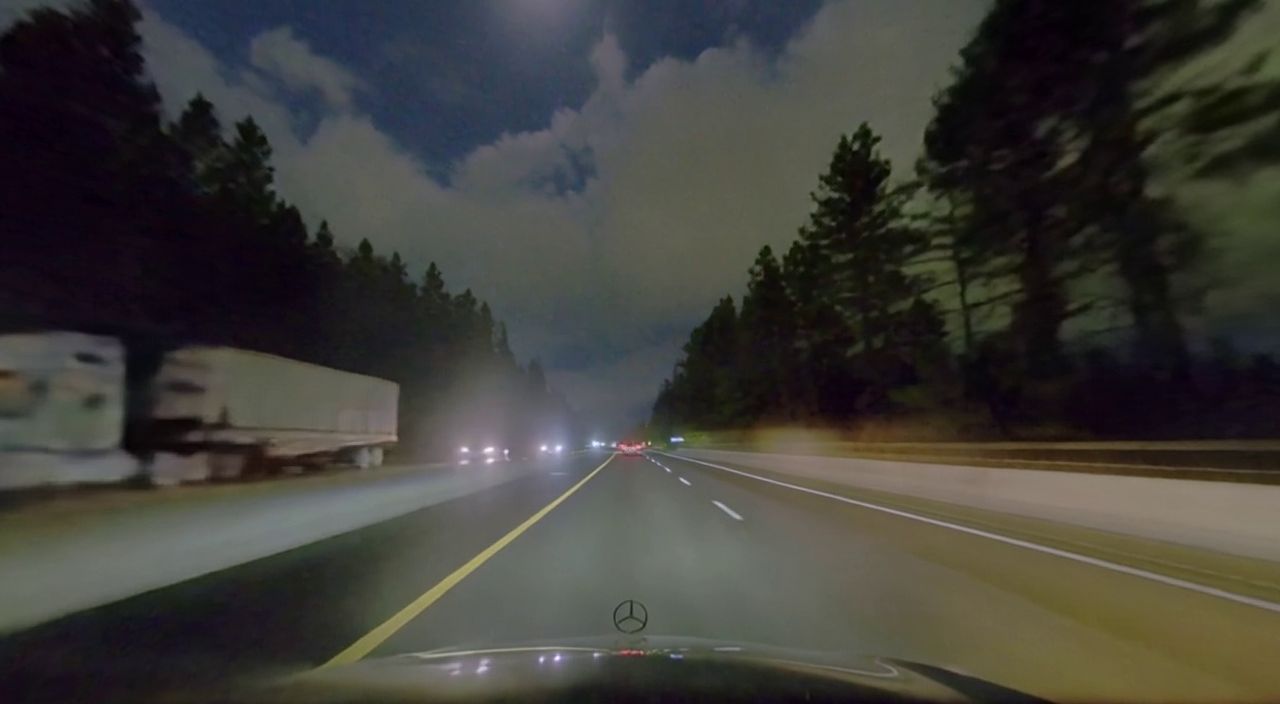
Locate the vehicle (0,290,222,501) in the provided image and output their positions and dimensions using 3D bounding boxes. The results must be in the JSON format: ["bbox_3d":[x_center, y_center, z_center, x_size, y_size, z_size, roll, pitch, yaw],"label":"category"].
[{"bbox_3d":[-13.731,1.118,13.992,3.016,3.981,8.399,0,-8,0],"label":"vehicle"}]

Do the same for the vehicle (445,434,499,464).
[{"bbox_3d":[-9.852,5.760,37.377,2.017,1.646,4.601,0,-8,-1],"label":"vehicle"}]
